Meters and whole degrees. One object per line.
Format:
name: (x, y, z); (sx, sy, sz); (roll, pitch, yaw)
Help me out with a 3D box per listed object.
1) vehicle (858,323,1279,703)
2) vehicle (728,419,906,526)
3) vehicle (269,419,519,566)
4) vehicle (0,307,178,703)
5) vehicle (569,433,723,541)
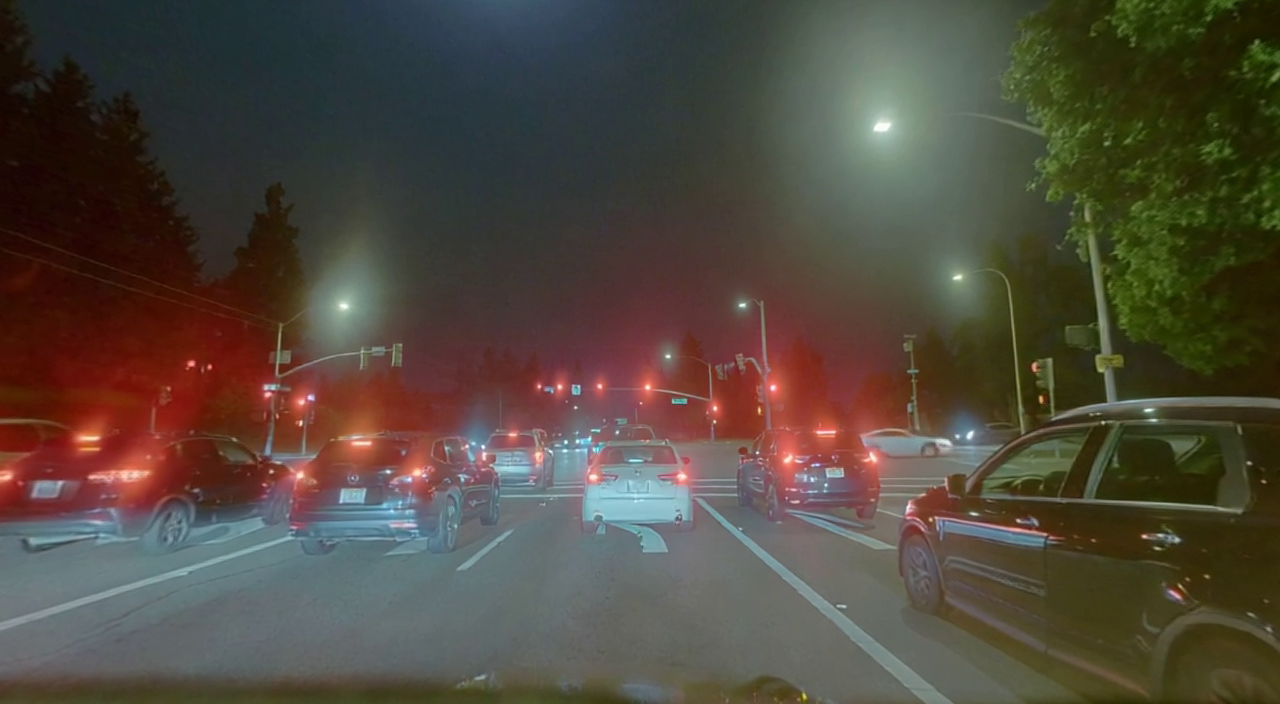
vehicle: (3.156, 0.992, 3.731); (2.074, 1.685, 4.387); (0, -8, -1)
vehicle: (3.081, 2.199, 12.008); (2.106, 1.667, 4.101); (0, -8, -1)
vehicle: (-3.055, 1.824, 8.978); (1.896, 1.546, 4.378); (0, -8, -2)
vehicle: (-3.199, 0.498, 0.600); (2.079, 1.756, 4.676); (0, -8, -2)
vehicle: (0.010, 2.101, 10.422); (2.076, 1.438, 3.770); (0, -8, -2)
